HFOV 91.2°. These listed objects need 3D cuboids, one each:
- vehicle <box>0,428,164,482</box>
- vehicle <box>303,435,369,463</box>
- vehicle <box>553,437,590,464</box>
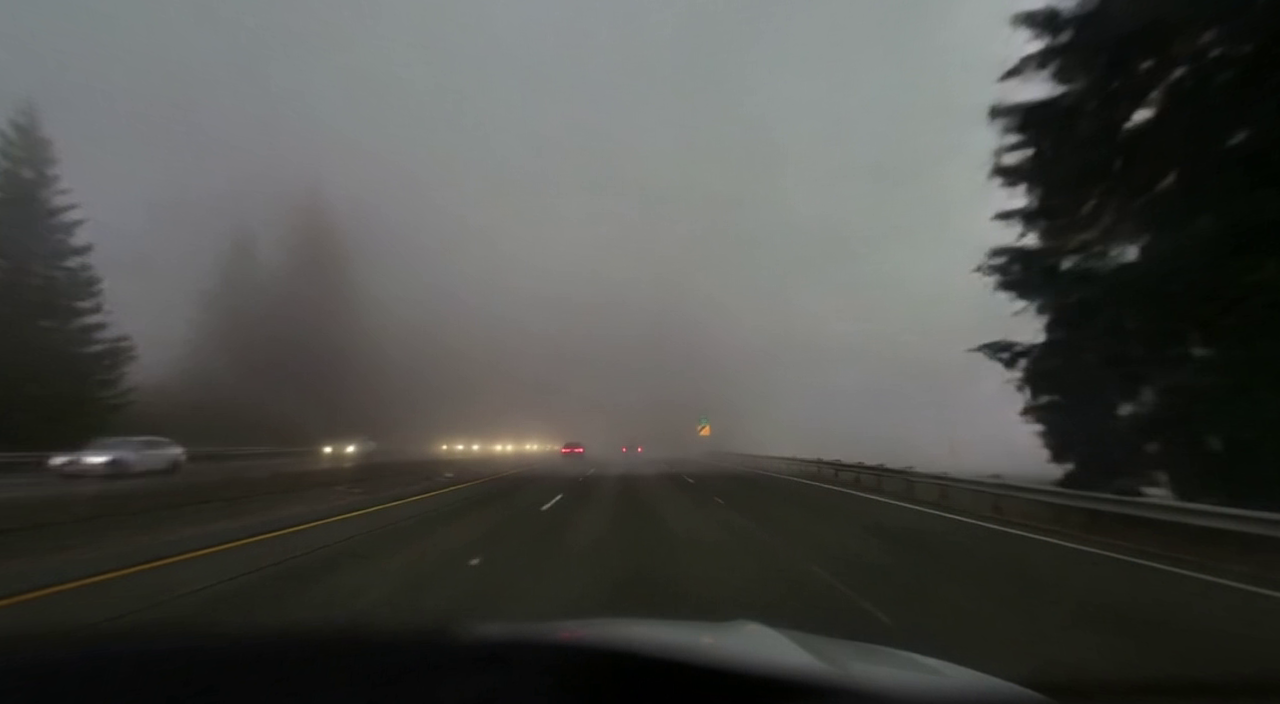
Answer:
[{"bbox_3d":[-17.222,3.164,19.411,1.857,1.478,3.924,0,-9,-1],"label":"vehicle"},{"bbox_3d":[-17.326,5.581,35.981,1.842,1.496,4.022,0,-9,-1],"label":"vehicle"},{"bbox_3d":[-4.528,6.586,41.845,2.098,1.692,4.038,0,-9,-1],"label":"vehicle"}]
